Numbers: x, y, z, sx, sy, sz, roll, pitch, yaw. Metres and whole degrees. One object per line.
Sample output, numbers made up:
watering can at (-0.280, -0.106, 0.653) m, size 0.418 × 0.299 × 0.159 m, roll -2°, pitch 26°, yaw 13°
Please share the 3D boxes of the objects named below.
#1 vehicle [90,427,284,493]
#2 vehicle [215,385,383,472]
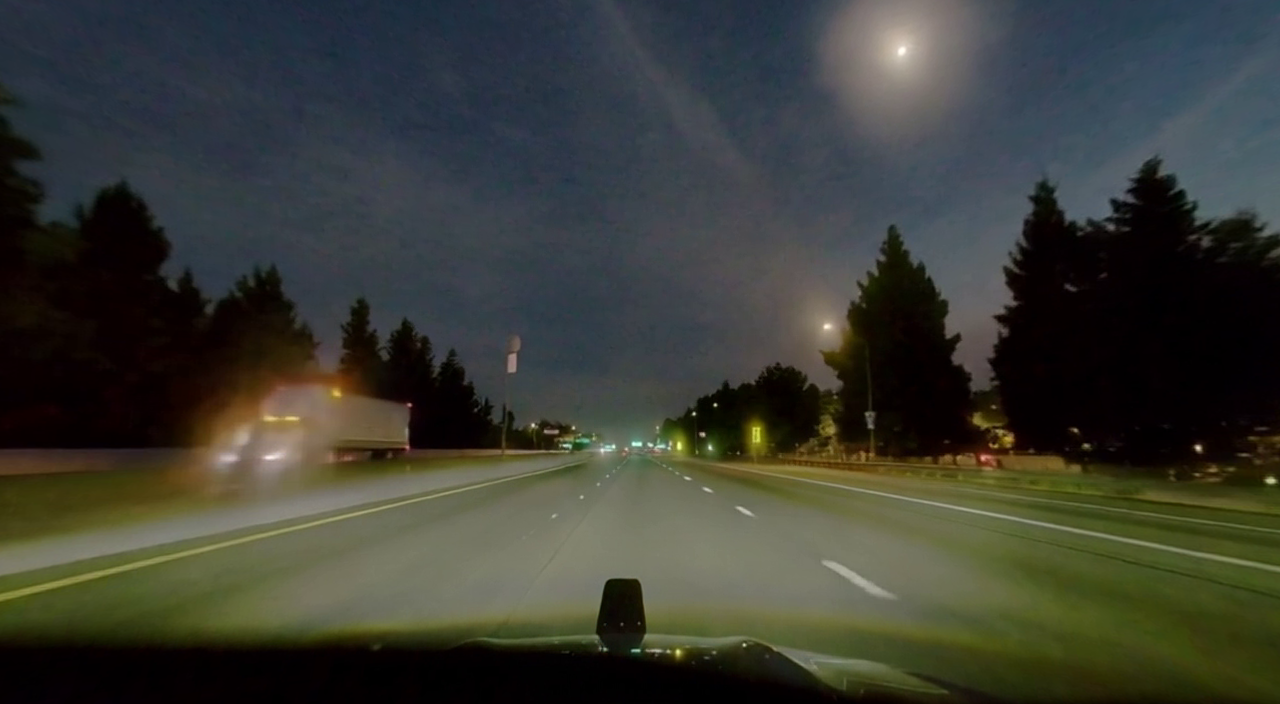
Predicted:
vehicle at (-11.623, 2.812, 16.629) m, size 1.933 × 1.477 × 4.317 m, roll 0°, pitch -9°, yaw -1°
vehicle at (-16.083, 3.920, 30.917) m, size 2.937 × 3.597 × 9.388 m, roll 0°, pitch -9°, yaw 0°
